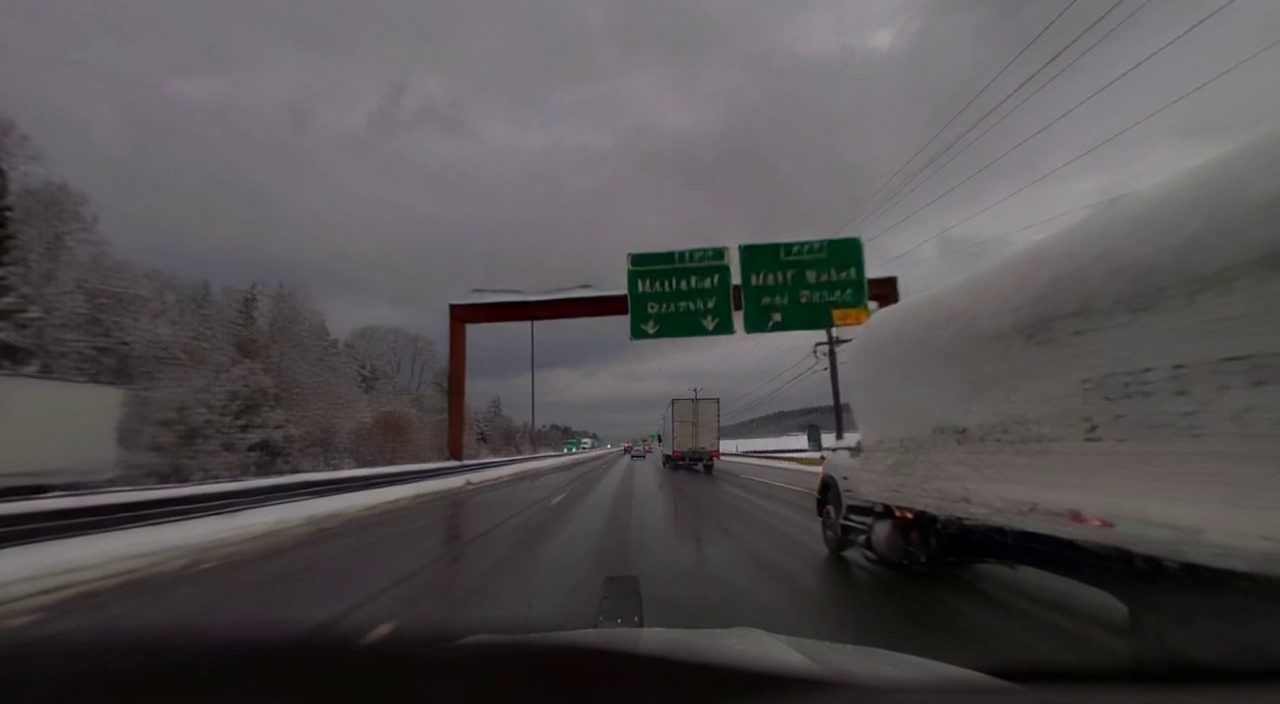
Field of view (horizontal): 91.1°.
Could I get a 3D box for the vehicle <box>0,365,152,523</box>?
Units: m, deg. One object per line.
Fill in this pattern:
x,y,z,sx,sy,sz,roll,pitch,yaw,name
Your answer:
-19.303,2.150,14.714,2.863,4.358,16.366,0,-9,-1,vehicle

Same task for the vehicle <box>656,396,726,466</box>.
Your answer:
3.180,5.861,45.203,3.202,4.046,17.146,0,-9,-1,vehicle

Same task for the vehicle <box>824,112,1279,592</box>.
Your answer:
7.246,0.638,9.744,3.400,4.134,17.388,0,-9,-1,vehicle
